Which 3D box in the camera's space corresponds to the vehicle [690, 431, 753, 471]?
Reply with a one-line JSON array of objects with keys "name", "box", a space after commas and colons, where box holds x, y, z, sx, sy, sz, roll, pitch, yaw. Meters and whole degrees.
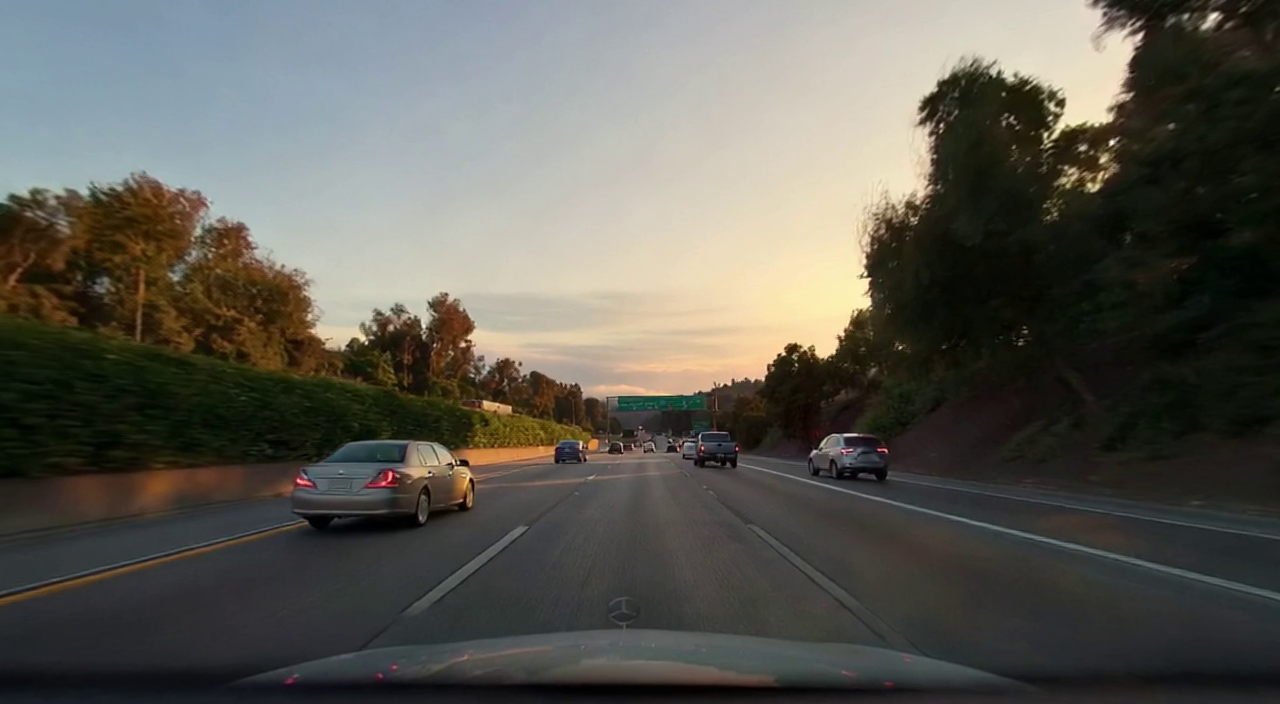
[{"name": "vehicle", "box": [4.201, 5.236, 33.506, 2.517, 1.935, 5.552, 0, -8, -1]}]

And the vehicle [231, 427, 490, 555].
[{"name": "vehicle", "box": [-3.772, 1.936, 9.481, 1.978, 1.473, 4.073, 0, -8, 1]}]

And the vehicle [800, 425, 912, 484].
[{"name": "vehicle", "box": [7.989, 3.868, 24.089, 2.291, 1.968, 5.662, 0, -8, 0]}]

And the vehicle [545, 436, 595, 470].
[{"name": "vehicle", "box": [-3.510, 5.148, 32.351, 2.020, 1.628, 4.248, 0, -8, 1]}]
